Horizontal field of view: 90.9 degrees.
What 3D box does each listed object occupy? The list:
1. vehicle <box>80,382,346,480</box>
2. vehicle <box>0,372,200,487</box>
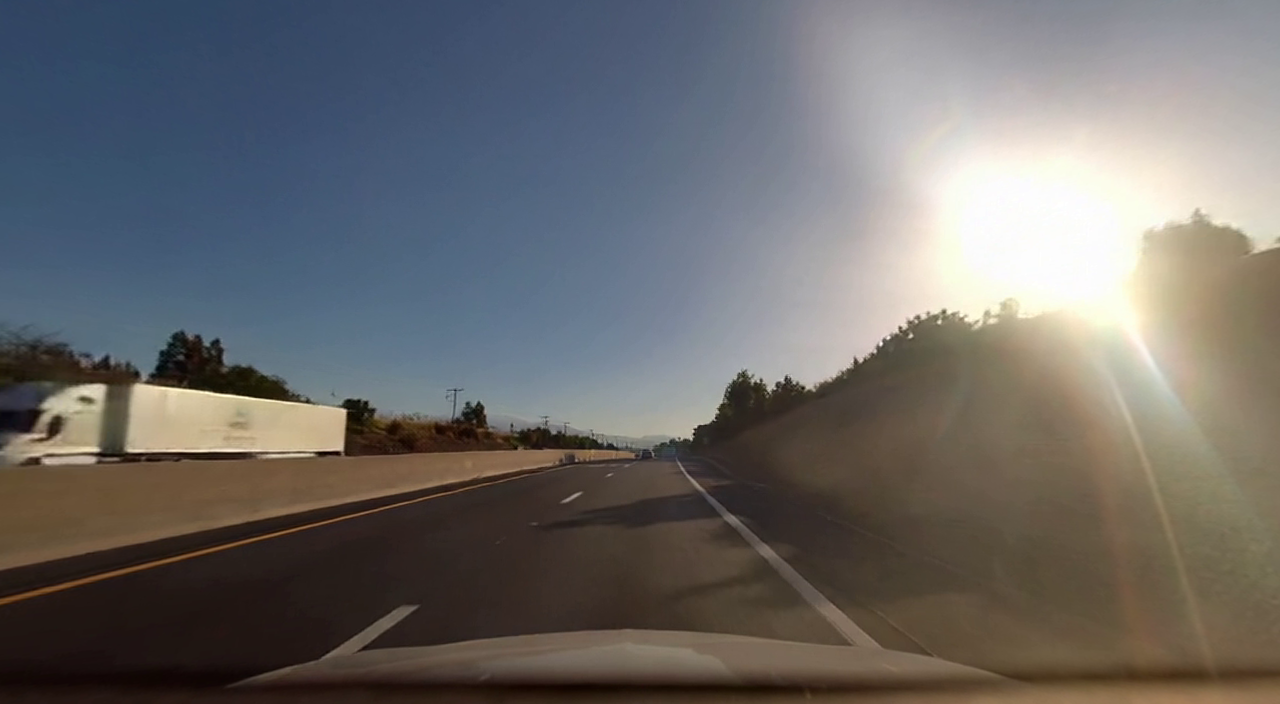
[{"bbox_3d":[-22.361,4.643,35.632,2.895,4.173,16.603,-1,-9,2],"label":"vehicle"},{"bbox_3d":[-22.738,3.289,25.965,3.026,3.985,7.985,-1,-9,3],"label":"vehicle"}]
